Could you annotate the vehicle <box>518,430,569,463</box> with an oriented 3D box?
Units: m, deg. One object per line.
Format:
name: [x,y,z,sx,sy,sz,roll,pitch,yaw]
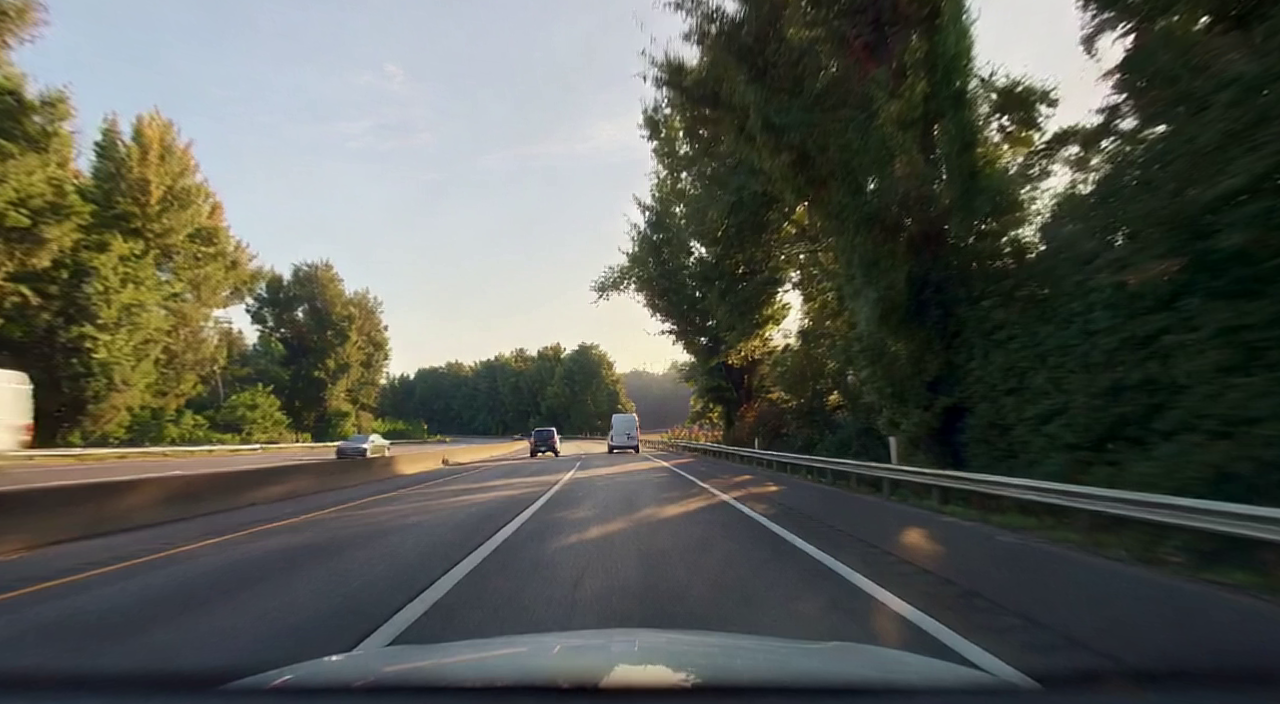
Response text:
vehicle: [-5.085,5.056,33.865,2.110,1.636,4.453,0,-8,-1]

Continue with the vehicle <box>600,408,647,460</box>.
vehicle: [-1.079,5.035,38.613,2.647,2.896,6.480,0,-8,-3]

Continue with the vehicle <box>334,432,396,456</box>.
vehicle: [-17.169,5.759,39.627,2.035,1.439,4.343,0,-8,-1]
